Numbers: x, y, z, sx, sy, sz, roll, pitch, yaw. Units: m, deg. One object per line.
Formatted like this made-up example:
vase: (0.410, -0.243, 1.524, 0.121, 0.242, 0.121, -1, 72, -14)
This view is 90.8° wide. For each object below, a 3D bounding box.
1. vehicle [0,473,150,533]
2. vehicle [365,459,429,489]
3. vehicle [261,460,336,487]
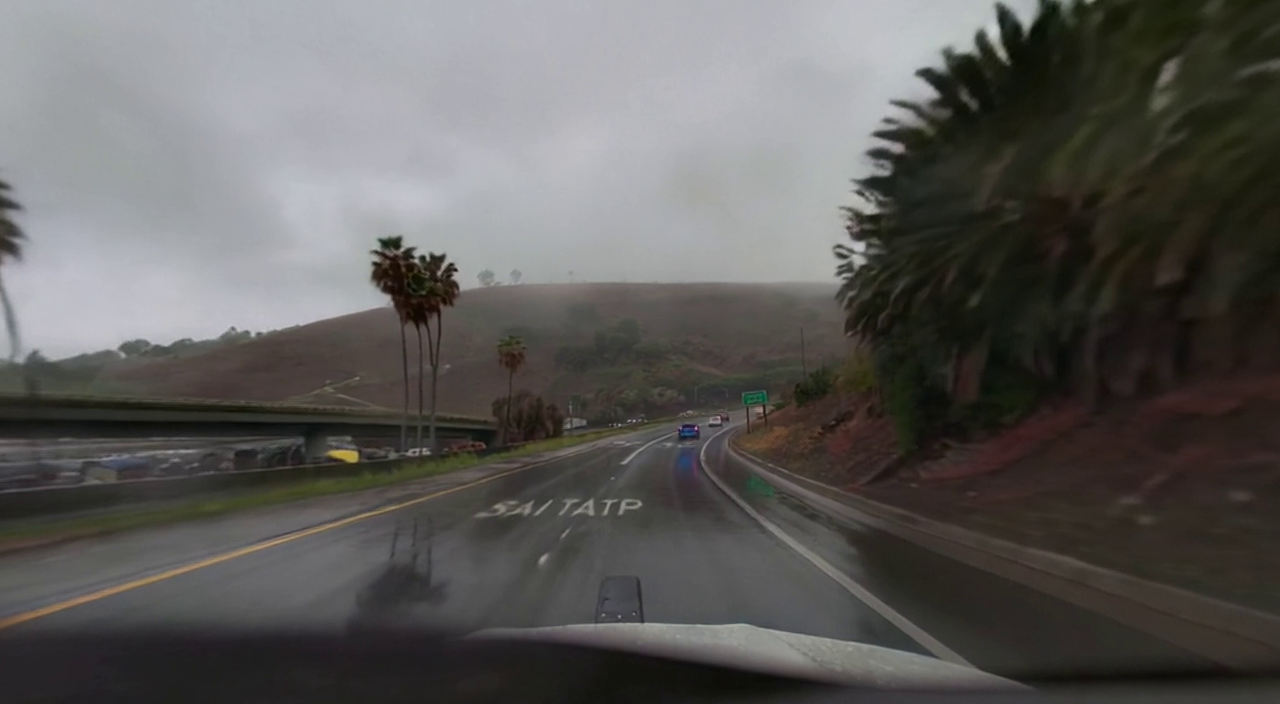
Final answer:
vehicle: (-20.060, 5.218, 22.289, 1.956, 1.716, 4.330, -1, -9, 2)
vehicle: (-15.694, 7.887, 41.144, 2.227, 1.760, 4.507, -1, -8, 2)
vehicle: (-24.695, 8.785, 46.008, 2.281, 1.759, 5.531, 0, -8, 1)
